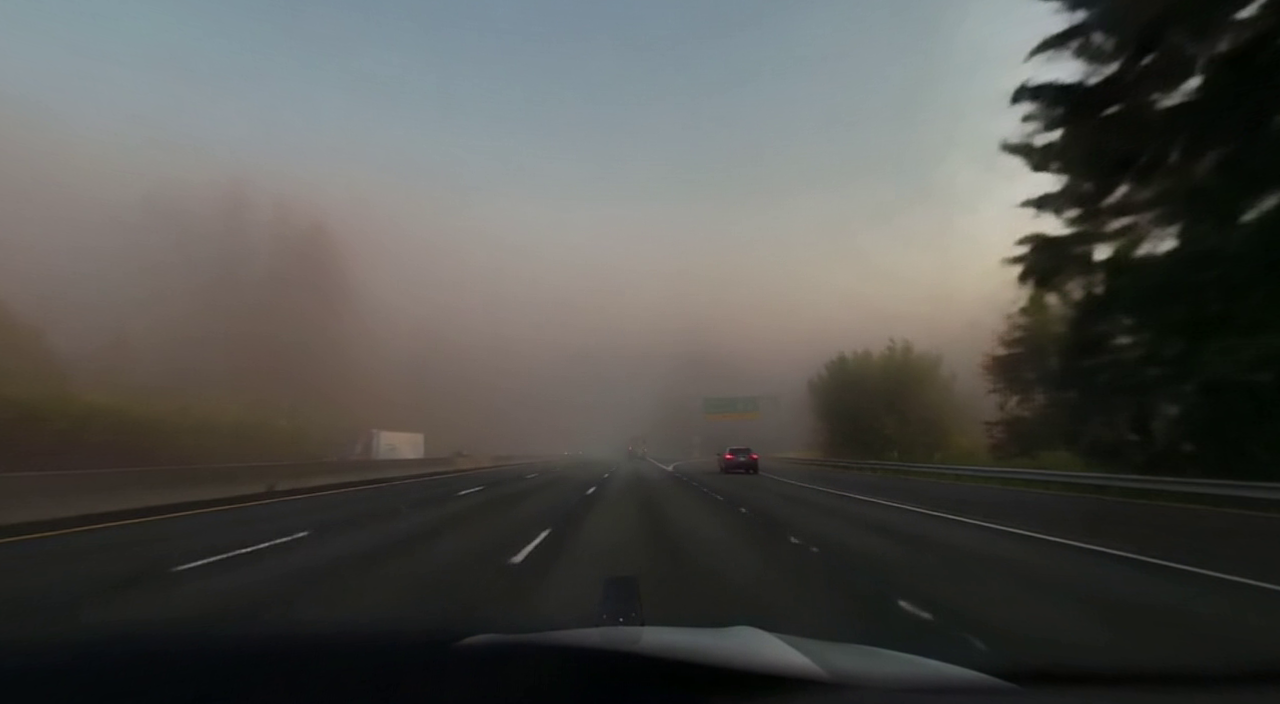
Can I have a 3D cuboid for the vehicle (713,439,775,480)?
[{"bbox_3d":[4.695,4.948,29.294,2.096,1.712,4.697,0,-9,0],"label":"vehicle"}]
